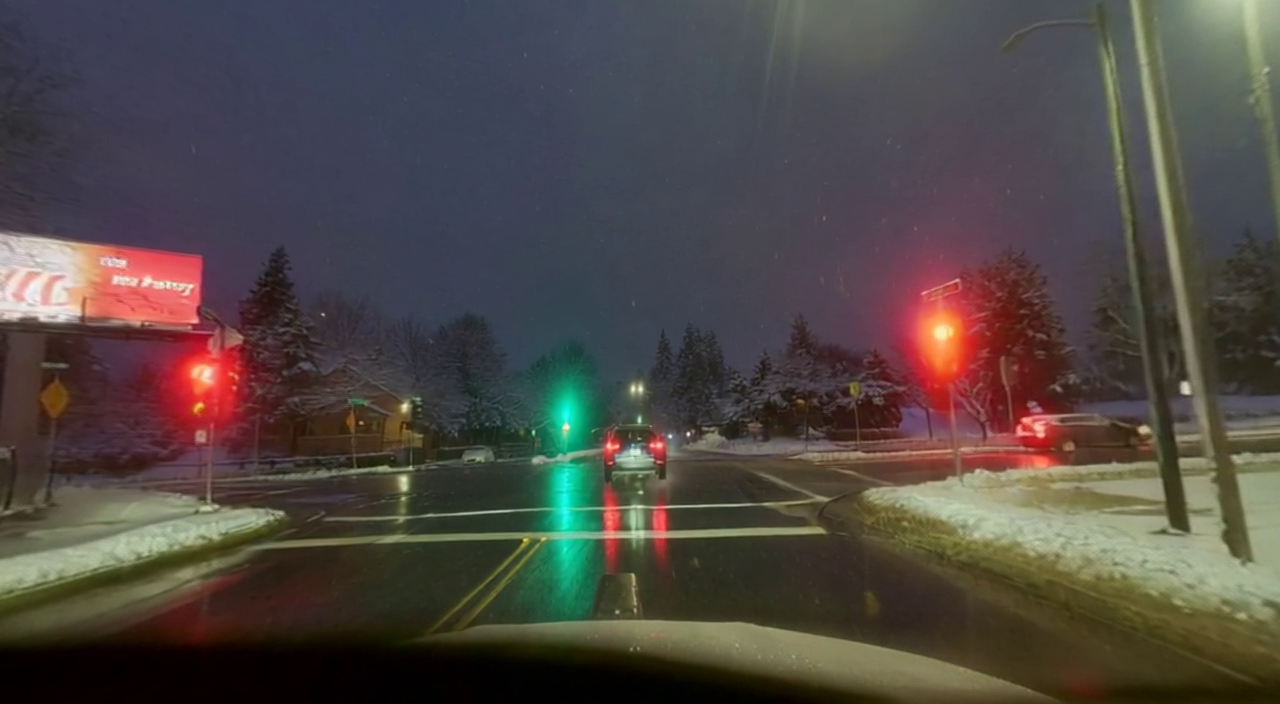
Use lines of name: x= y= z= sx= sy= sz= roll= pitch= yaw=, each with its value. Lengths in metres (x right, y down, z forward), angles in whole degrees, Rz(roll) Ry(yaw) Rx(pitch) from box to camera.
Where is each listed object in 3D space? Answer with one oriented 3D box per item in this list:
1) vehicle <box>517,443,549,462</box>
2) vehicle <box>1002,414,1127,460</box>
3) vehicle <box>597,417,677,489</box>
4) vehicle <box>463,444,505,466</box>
vehicle: x=-7.920 y=7.452 z=46.868 sx=1.886 sy=1.377 sz=3.932 roll=0 pitch=-8 yaw=-3
vehicle: x=15.637 y=3.134 z=23.293 sx=3.403 sy=1.602 sz=1.716 roll=0 pitch=-8 yaw=-6
vehicle: x=-0.187 y=3.000 z=18.905 sx=2.142 sy=1.904 sz=3.816 roll=0 pitch=-8 yaw=-3
vehicle: x=-10.757 y=7.135 z=43.777 sx=1.989 sy=1.403 sz=4.331 roll=0 pitch=-8 yaw=-2
